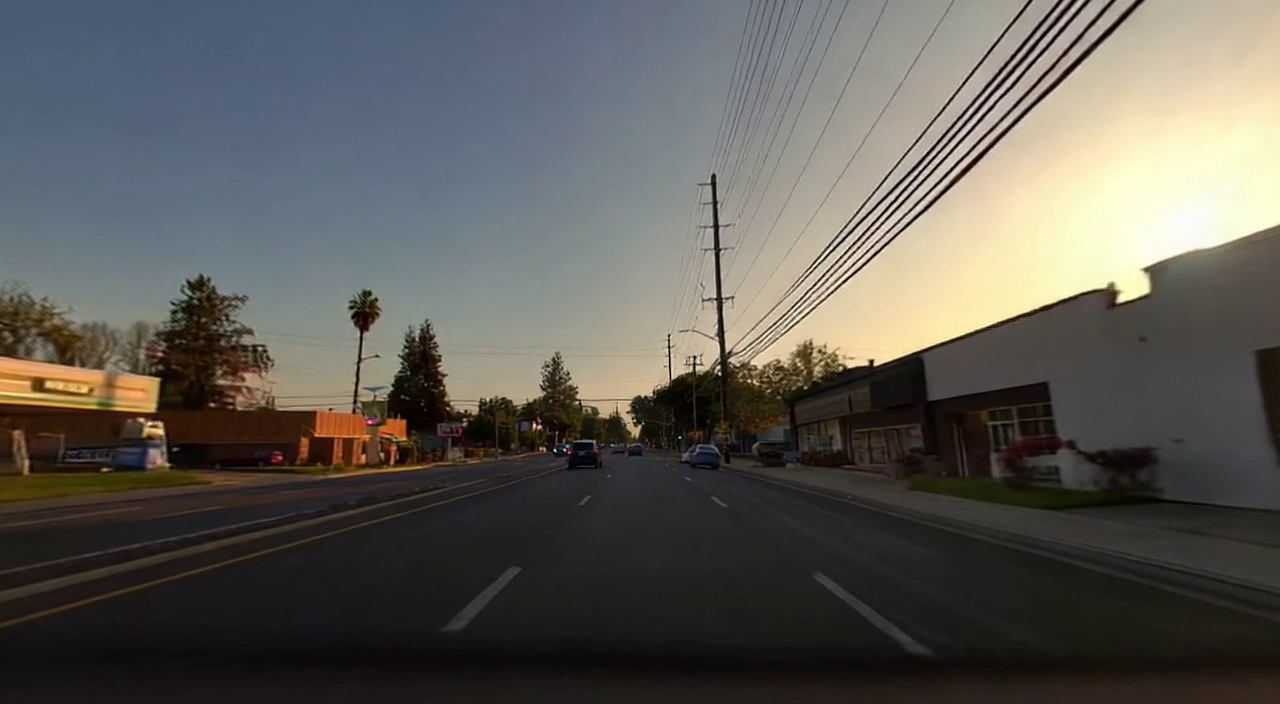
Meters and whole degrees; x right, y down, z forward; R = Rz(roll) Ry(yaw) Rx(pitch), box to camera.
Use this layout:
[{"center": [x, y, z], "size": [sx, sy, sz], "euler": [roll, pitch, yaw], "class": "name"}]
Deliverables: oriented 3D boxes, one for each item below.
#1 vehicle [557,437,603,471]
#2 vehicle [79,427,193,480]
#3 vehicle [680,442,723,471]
[{"center": [-3.089, 5.403, 33.408], "size": [2.047, 1.664, 4.148], "euler": [0, -9, 0], "class": "vehicle"}, {"center": [-28.200, 5.687, 35.634], "size": [2.230, 2.687, 5.908], "euler": [1, -8, -9], "class": "vehicle"}, {"center": [3.323, 5.725, 34.662], "size": [1.978, 1.455, 4.195], "euler": [1, -9, 1], "class": "vehicle"}]
